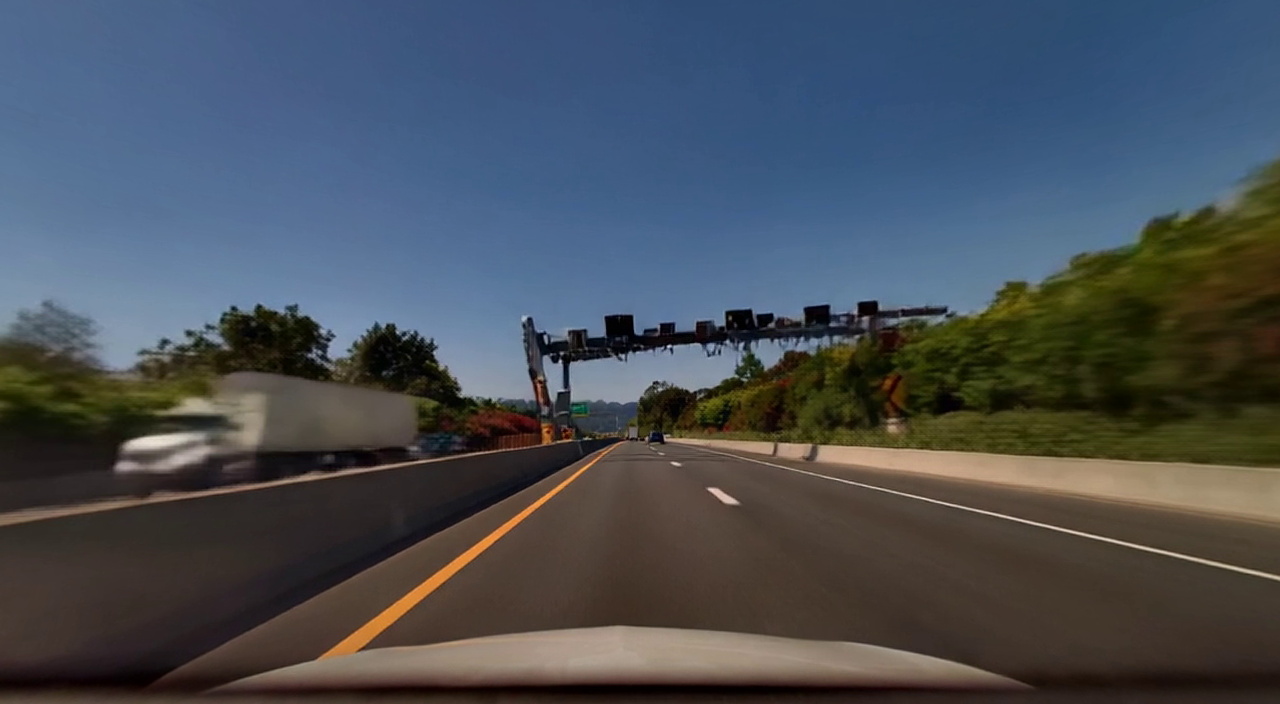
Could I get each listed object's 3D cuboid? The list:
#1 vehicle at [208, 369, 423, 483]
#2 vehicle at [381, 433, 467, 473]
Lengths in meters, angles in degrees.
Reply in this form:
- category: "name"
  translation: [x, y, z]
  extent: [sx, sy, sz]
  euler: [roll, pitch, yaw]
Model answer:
- category: "vehicle"
  translation: [-13.751, 3.504, 29.037]
  extent: [2.894, 4.003, 13.740]
  euler: [0, -8, -1]
- category: "vehicle"
  translation: [-9.030, 4.239, 26.814]
  extent: [2.060, 1.566, 4.681]
  euler: [0, -8, -1]
